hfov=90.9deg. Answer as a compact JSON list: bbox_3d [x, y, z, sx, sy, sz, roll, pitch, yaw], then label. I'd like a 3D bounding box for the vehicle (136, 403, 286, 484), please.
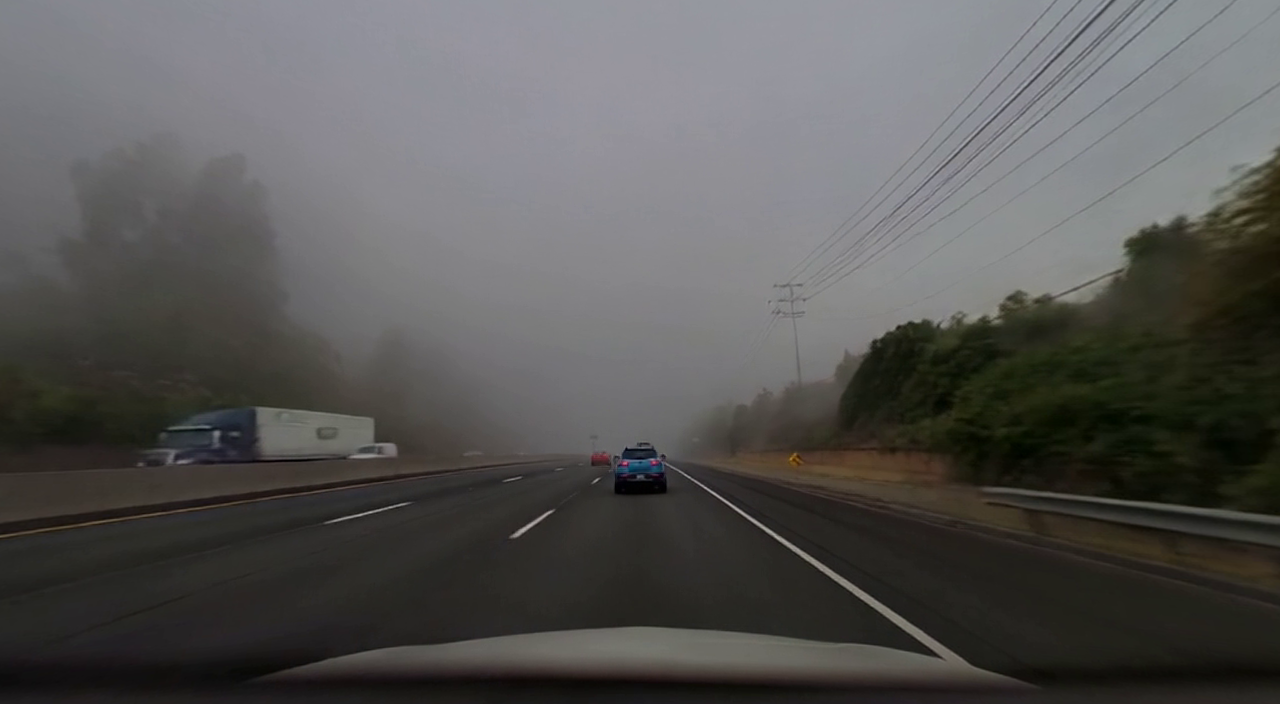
[{"bbox_3d":[-21.347,4.652,31.896,3.035,3.676,6.029,0,-9,2],"label":"vehicle"}]

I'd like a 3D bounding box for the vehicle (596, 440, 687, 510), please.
[{"bbox_3d":[0.002,2.978,15.750,1.966,1.499,4.298,0,-9,-1],"label":"vehicle"}]

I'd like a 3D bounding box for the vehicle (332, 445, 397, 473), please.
[{"bbox_3d":[-16.181,6.294,37.270,1.880,1.550,4.116,0,-9,2],"label":"vehicle"}]
